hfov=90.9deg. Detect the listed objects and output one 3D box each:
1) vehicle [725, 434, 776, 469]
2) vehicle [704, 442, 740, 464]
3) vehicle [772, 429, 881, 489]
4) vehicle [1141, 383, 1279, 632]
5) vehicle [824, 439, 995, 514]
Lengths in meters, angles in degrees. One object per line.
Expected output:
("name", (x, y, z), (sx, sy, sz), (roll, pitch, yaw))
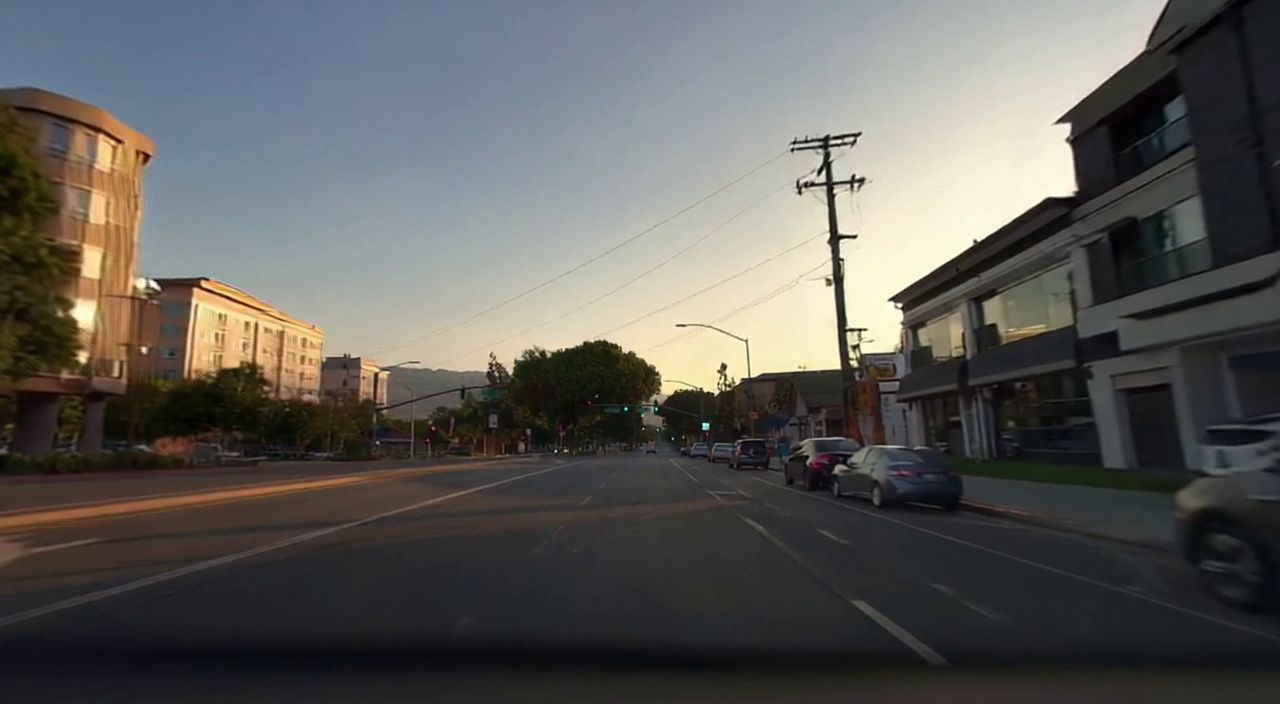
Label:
("vehicle", (6.136, 5.597, 35.469), (1.931, 1.814, 4.870), (0, -9, 0))
("vehicle", (6.210, 7.745, 48.355), (2.057, 1.541, 4.735), (0, -9, -1))
("vehicle", (5.972, 3.510, 20.920), (1.965, 1.705, 5.114), (0, -9, -1))
("vehicle", (5.889, 0.934, 3.196), (2.218, 1.842, 5.475), (0, -9, 1))
("vehicle", (6.020, 2.828, 14.851), (1.855, 1.463, 4.729), (0, -9, -1))
